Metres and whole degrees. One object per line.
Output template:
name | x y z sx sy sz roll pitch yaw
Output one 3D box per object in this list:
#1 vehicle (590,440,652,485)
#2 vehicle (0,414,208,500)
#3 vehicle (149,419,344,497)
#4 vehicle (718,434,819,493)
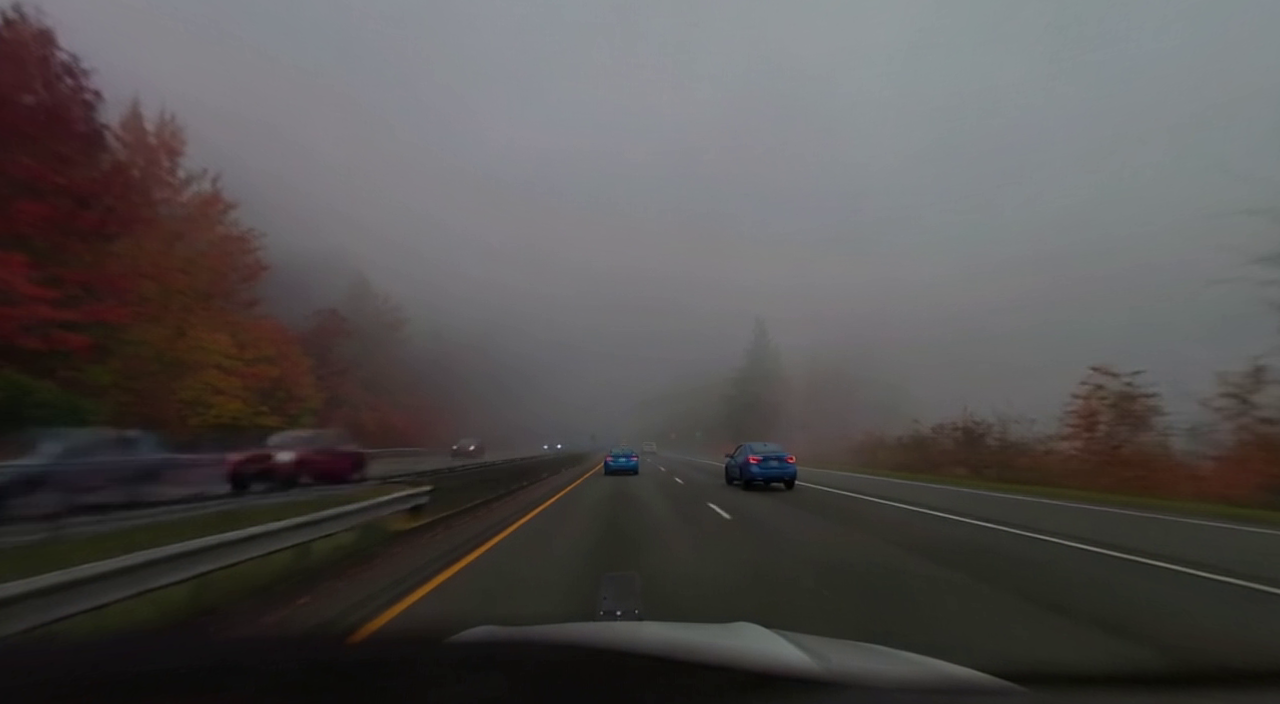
vehicle | -0.688 4.168 23.867 2.128 1.516 4.410 -1 -9 -1
vehicle | -13.220 2.518 15.171 2.213 1.731 4.671 -1 -9 -1
vehicle | -9.641 2.652 15.953 2.044 1.661 4.534 -1 -9 -1
vehicle | 3.836 3.441 19.583 2.300 1.595 4.144 -1 -9 0
